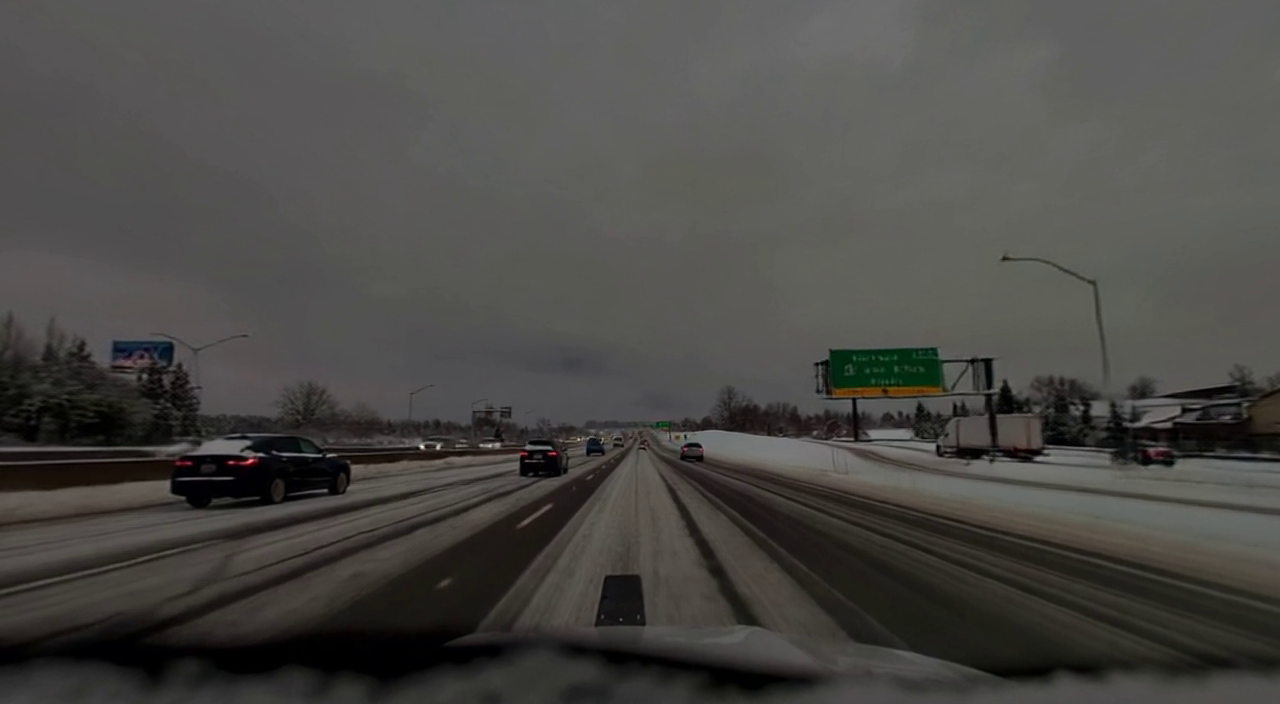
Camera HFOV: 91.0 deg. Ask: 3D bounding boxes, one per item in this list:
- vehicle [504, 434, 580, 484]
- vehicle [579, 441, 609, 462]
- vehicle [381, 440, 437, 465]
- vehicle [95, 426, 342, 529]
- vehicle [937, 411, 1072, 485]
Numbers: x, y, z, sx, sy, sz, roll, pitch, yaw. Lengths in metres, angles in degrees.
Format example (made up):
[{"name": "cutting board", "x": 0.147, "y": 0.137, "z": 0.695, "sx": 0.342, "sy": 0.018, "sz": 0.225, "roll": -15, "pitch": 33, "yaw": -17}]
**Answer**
[{"name": "vehicle", "x": -3.365, "y": 3.774, "z": 22.437, "sx": 2.001, "sy": 1.577, "sz": 4.055, "roll": 1, "pitch": -9, "yaw": 1}, {"name": "vehicle", "x": -3.495, "y": 7.693, "z": 48.713, "sx": 1.960, "sy": 1.494, "sz": 4.123, "roll": 1, "pitch": -9, "yaw": 1}, {"name": "vehicle", "x": -15.544, "y": 6.775, "z": 42.686, "sx": 1.924, "sy": 1.537, "sz": 4.772, "roll": 1, "pitch": -9, "yaw": 1}, {"name": "vehicle", "x": -7.232, "y": 2.174, "z": 11.363, "sx": 1.865, "sy": 1.518, "sz": 3.620, "roll": 1, "pitch": -9, "yaw": 1}, {"name": "vehicle", "x": 19.773, "y": 5.317, "z": 35.046, "sx": 2.958, "sy": 3.538, "sz": 8.761, "roll": 0, "pitch": -9, "yaw": 5}]
